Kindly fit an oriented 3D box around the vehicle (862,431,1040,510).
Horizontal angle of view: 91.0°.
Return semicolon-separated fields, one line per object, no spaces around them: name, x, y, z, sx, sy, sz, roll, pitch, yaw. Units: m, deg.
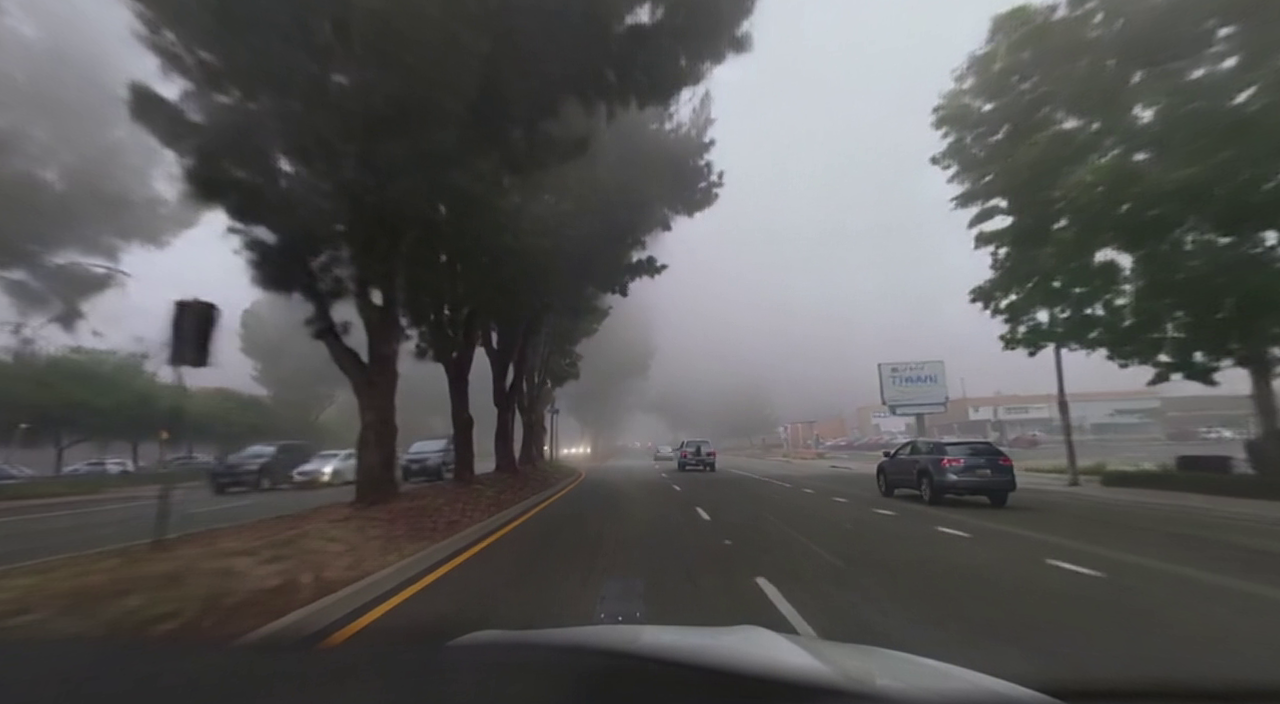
vehicle;6.836;2.643;14.449;1.886;1.528;4.169;0;-9;-1

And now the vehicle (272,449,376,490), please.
vehicle;-12.676;4.699;25.626;1.951;1.475;4.480;0;-9;-1

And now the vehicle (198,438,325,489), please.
vehicle;-17.056;5.046;28.853;2.312;2.062;5.741;0;-9;-1

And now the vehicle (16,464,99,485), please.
vehicle;-43.802;9.216;47.367;4.341;1.477;1.822;0;-9;0

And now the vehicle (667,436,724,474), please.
vehicle;2.525;4.832;29.720;2.161;1.676;4.151;0;-9;-2

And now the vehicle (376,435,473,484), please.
vehicle;-9.187;4.635;27.491;2.234;1.922;5.699;0;-9;0

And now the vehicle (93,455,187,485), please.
vehicle;-34.729;8.200;43.816;4.738;1.700;1.806;-2;-8;-10
